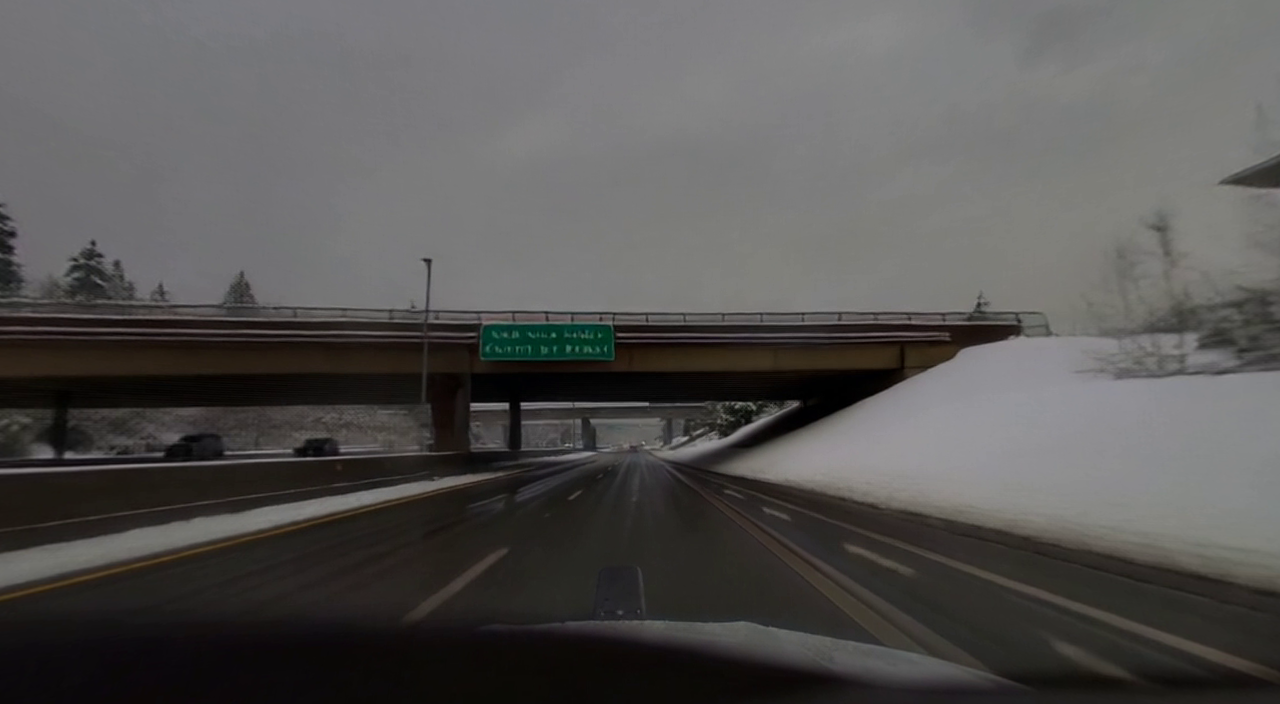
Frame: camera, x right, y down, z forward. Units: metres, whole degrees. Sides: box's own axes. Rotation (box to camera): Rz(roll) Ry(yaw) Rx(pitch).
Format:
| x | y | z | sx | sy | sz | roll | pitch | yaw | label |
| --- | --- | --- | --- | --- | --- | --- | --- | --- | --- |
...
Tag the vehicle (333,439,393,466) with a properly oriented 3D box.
| x | y | z | sx | sy | sz | roll | pitch | yaw | label |
| --- | --- | --- | --- | --- | --- | --- | --- | --- | --- |
| -16.489 | 5.972 | 37.663 | 1.733 | 1.434 | 4.293 | -2 | -8 | -2 | vehicle |
